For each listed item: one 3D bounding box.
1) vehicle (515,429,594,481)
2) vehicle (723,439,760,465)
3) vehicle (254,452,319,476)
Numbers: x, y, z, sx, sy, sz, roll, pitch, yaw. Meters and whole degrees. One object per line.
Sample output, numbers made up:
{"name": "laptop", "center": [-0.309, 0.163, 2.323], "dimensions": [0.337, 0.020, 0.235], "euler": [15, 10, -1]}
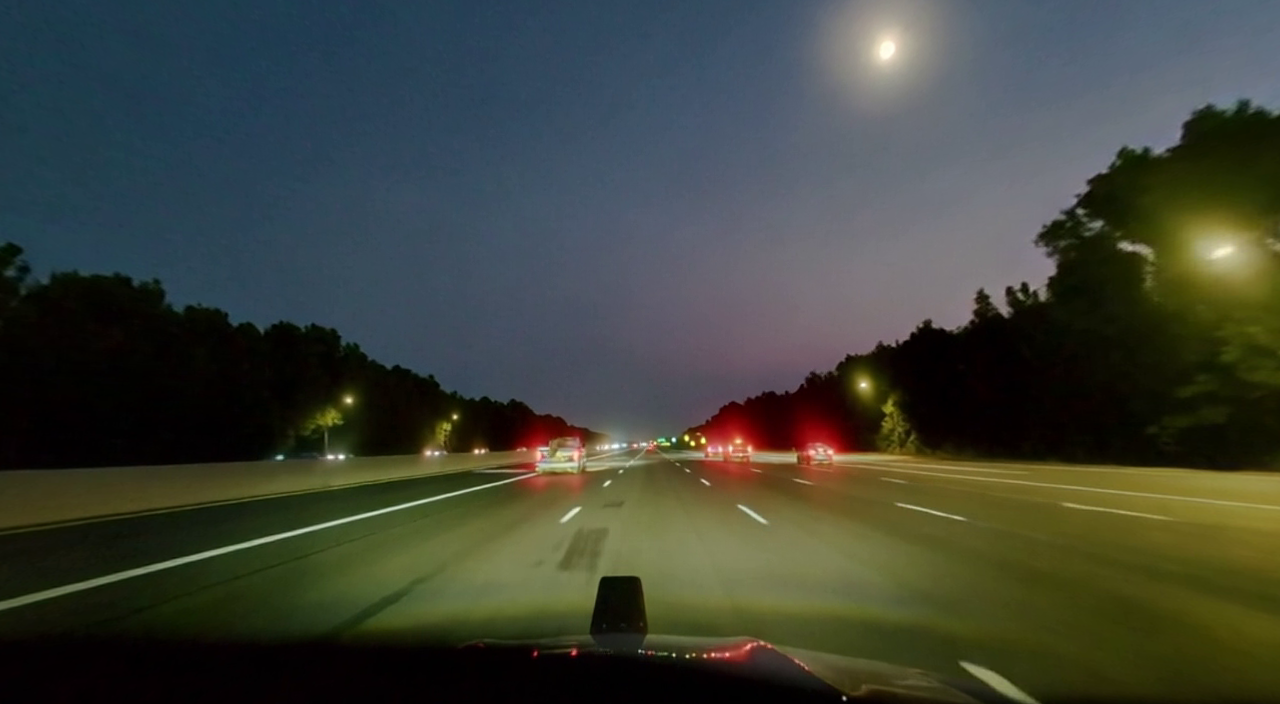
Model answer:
{"name": "vehicle", "center": [-3.434, 4.318, 26.681], "dimensions": [2.453, 1.952, 5.320], "euler": [0, -8, 2]}
{"name": "vehicle", "center": [7.226, 7.170, 45.263], "dimensions": [2.063, 1.706, 4.259], "euler": [0, -8, 1]}
{"name": "vehicle", "center": [-24.906, 7.854, 44.573], "dimensions": [1.854, 1.553, 4.565], "euler": [0, -8, 1]}
